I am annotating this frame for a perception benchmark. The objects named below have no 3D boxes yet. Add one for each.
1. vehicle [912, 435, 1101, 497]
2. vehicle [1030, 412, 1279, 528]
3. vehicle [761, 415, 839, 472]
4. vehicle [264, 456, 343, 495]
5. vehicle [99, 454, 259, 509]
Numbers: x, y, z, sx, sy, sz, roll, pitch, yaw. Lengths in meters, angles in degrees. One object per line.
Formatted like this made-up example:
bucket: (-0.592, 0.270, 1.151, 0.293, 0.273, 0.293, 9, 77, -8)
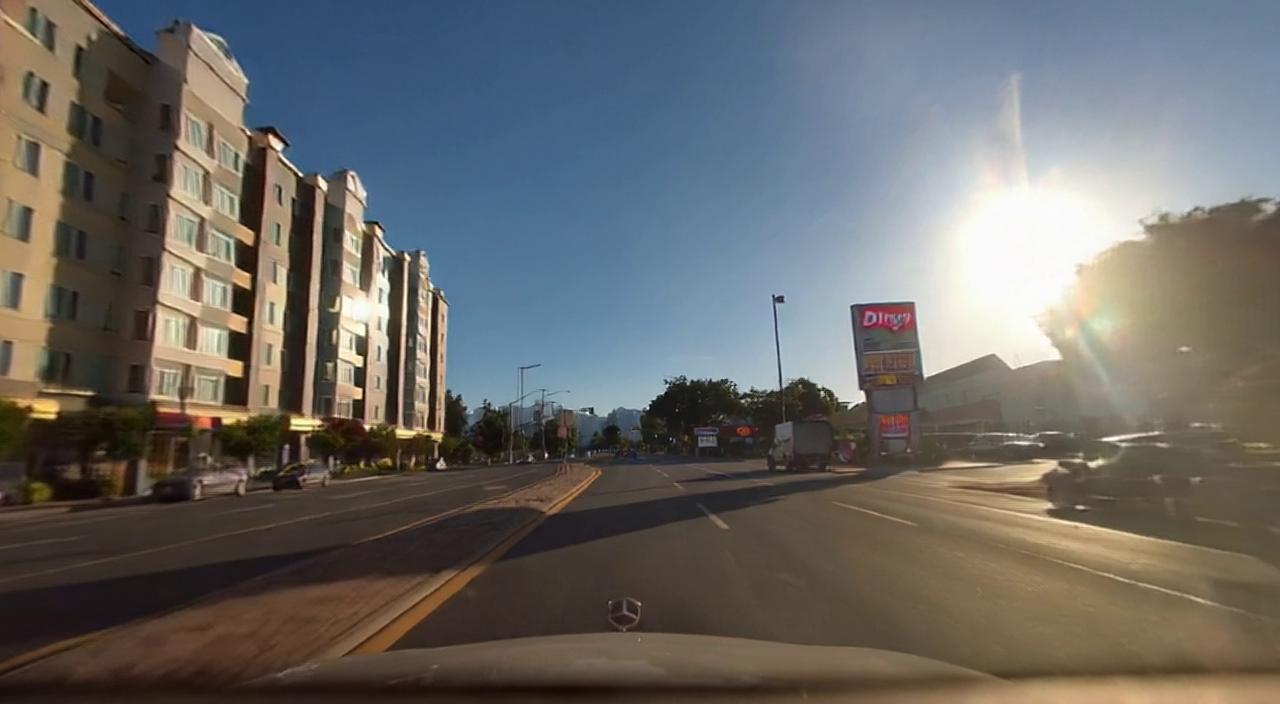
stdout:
vehicle: (10.128, 3.209, 18.098, 2.170, 1.492, 5.038, 1, -9, -3)
vehicle: (10.125, 2.121, 11.908, 2.183, 1.698, 5.010, 0, -9, -2)
vehicle: (9.832, 5.742, 39.652, 2.917, 3.205, 6.985, 0, -8, -1)
vehicle: (-19.310, 7.051, 36.477, 2.042, 1.773, 4.914, -4, -8, -2)
vehicle: (-19.113, 5.343, 26.693, 2.247, 1.820, 5.907, -3, -8, 2)
